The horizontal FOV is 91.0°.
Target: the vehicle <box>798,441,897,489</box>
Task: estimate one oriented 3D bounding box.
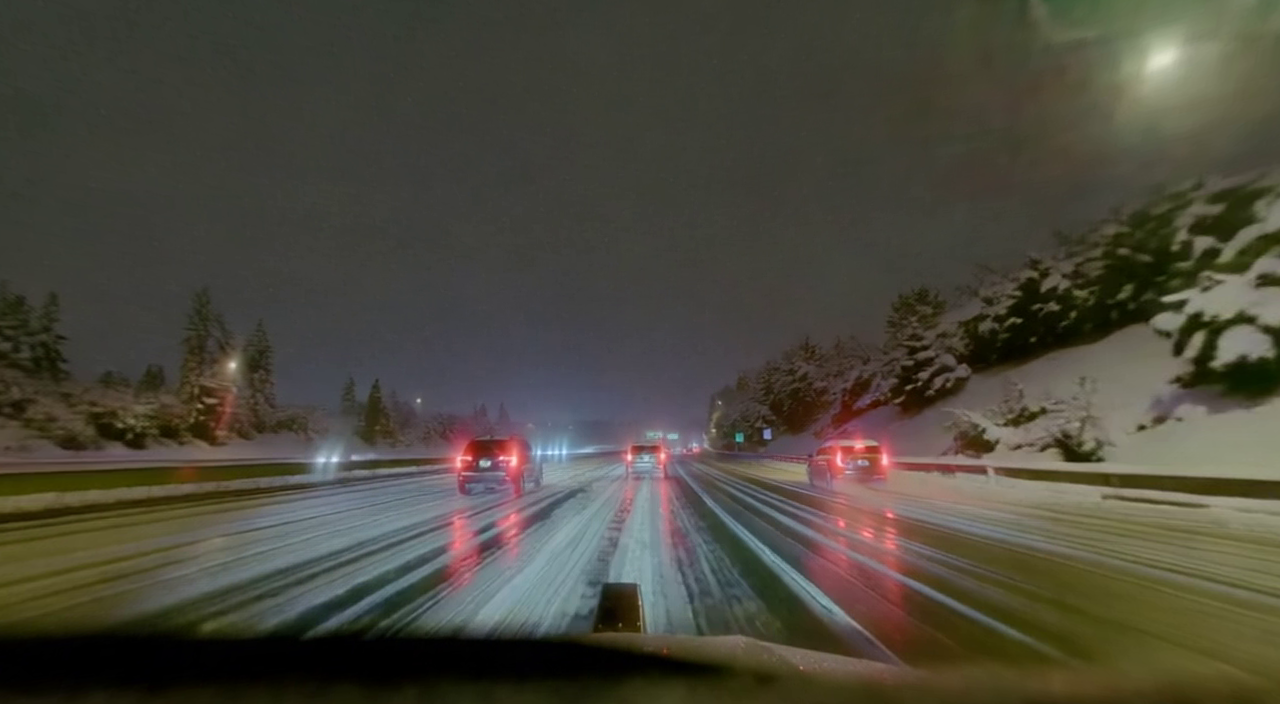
[{"bbox_3d":[7.003,3.854,21.796,1.936,1.480,4.373,0,-9,0],"label":"vehicle"}]

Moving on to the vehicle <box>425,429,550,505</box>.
[{"bbox_3d":[-3.844,3.003,16.806,2.142,1.759,4.297,0,-9,2],"label":"vehicle"}]

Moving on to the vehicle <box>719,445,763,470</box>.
[{"bbox_3d":[6.208,6.509,39.137,2.005,1.456,4.287,0,-9,-1],"label":"vehicle"}]

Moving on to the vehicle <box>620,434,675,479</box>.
[{"bbox_3d":[0.343,4.769,28.879,2.270,1.862,4.949,0,-9,1],"label":"vehicle"}]
